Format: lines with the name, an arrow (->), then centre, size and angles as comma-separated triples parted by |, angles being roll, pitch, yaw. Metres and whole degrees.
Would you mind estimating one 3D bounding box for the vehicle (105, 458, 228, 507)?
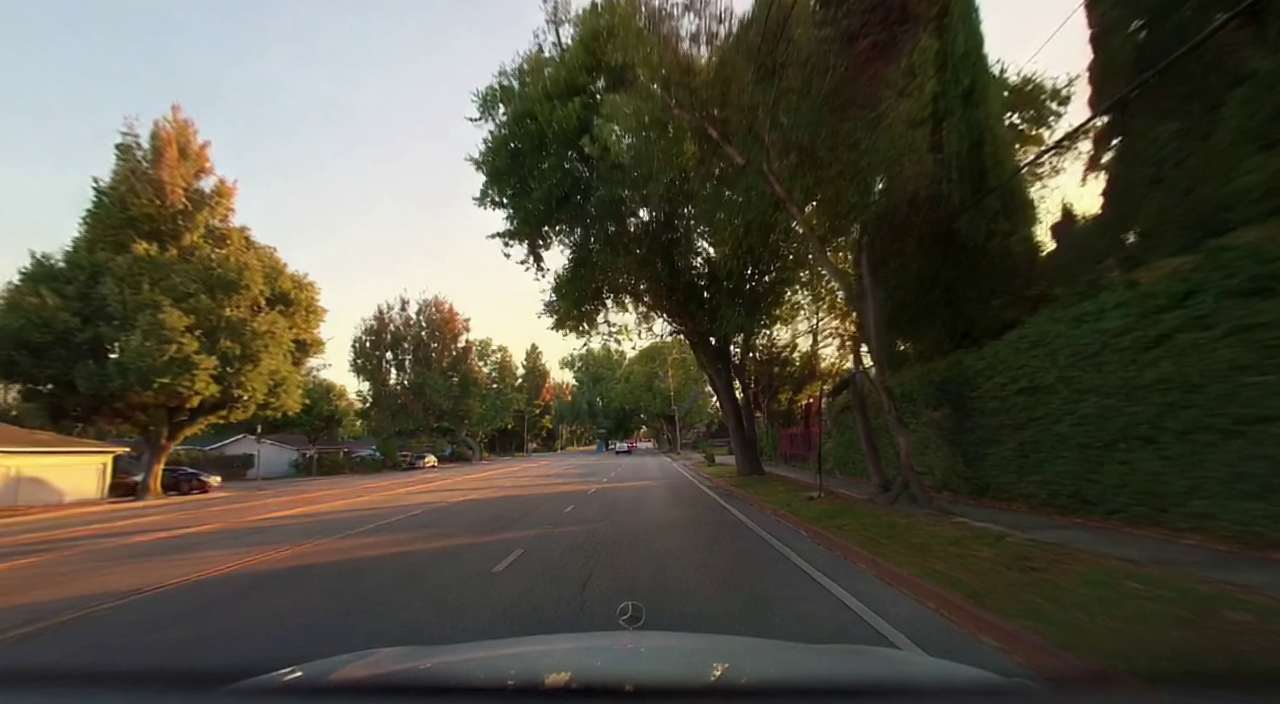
vehicle -> -20.607, 5.663, 27.723 | 1.893, 1.823, 4.450 | 0, -8, 0
